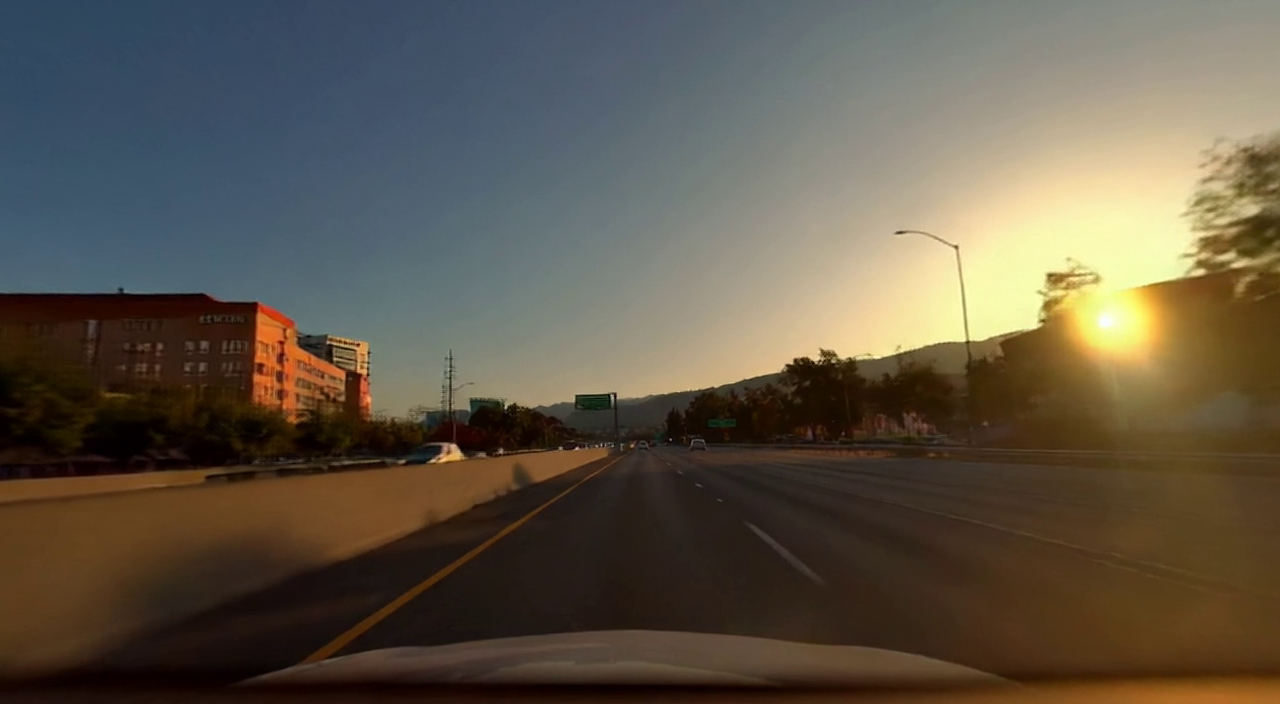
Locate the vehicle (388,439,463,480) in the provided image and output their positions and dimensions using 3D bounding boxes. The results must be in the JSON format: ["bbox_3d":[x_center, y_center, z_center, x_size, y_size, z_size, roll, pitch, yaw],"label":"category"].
[{"bbox_3d":[-11.359,5.729,33.919,2.163,1.968,5.439,0,-9,-1],"label":"vehicle"}]
